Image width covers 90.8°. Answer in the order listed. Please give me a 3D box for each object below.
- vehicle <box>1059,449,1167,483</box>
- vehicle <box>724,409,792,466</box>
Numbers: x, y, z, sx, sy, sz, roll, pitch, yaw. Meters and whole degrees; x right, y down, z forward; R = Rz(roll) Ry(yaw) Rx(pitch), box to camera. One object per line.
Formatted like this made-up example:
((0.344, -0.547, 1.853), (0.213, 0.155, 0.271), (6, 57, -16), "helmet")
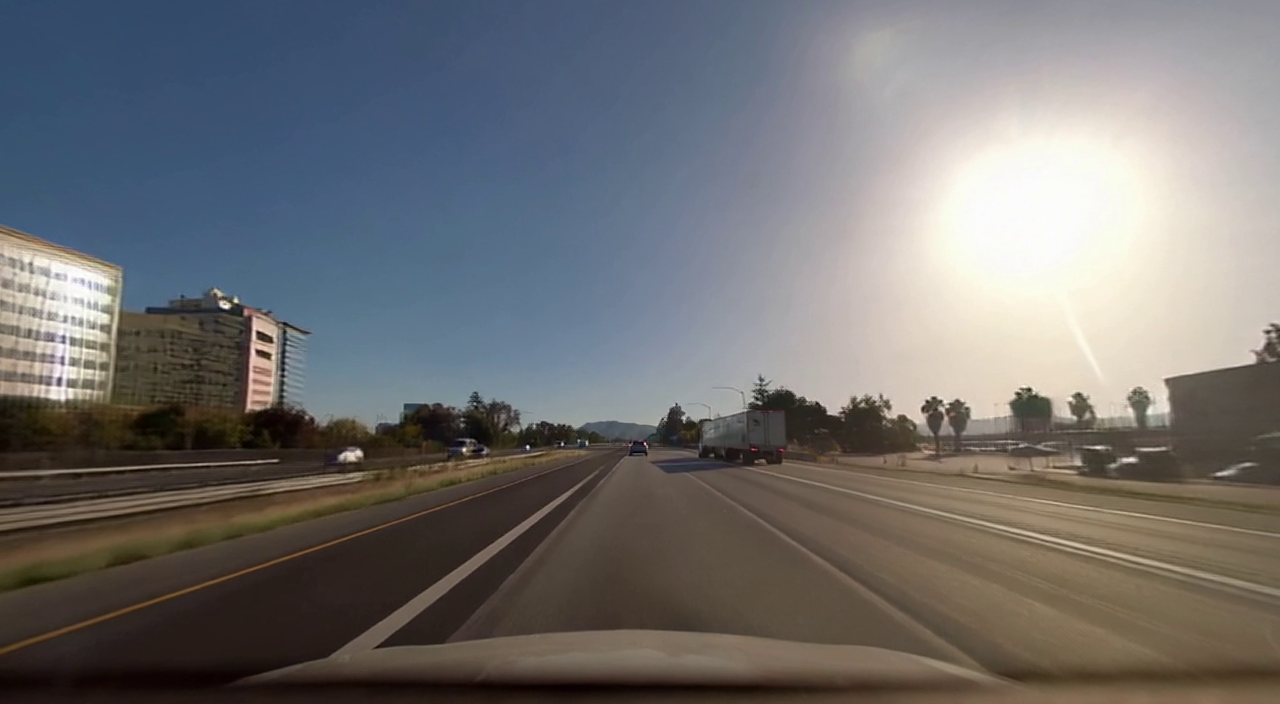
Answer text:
((33.577, 8.091, 45.208), (2.586, 2.046, 6.710), (-3, -8, 1), "vehicle")
((7.198, 5.392, 39.575), (2.793, 3.204, 7.997), (0, -8, 1), "vehicle")
